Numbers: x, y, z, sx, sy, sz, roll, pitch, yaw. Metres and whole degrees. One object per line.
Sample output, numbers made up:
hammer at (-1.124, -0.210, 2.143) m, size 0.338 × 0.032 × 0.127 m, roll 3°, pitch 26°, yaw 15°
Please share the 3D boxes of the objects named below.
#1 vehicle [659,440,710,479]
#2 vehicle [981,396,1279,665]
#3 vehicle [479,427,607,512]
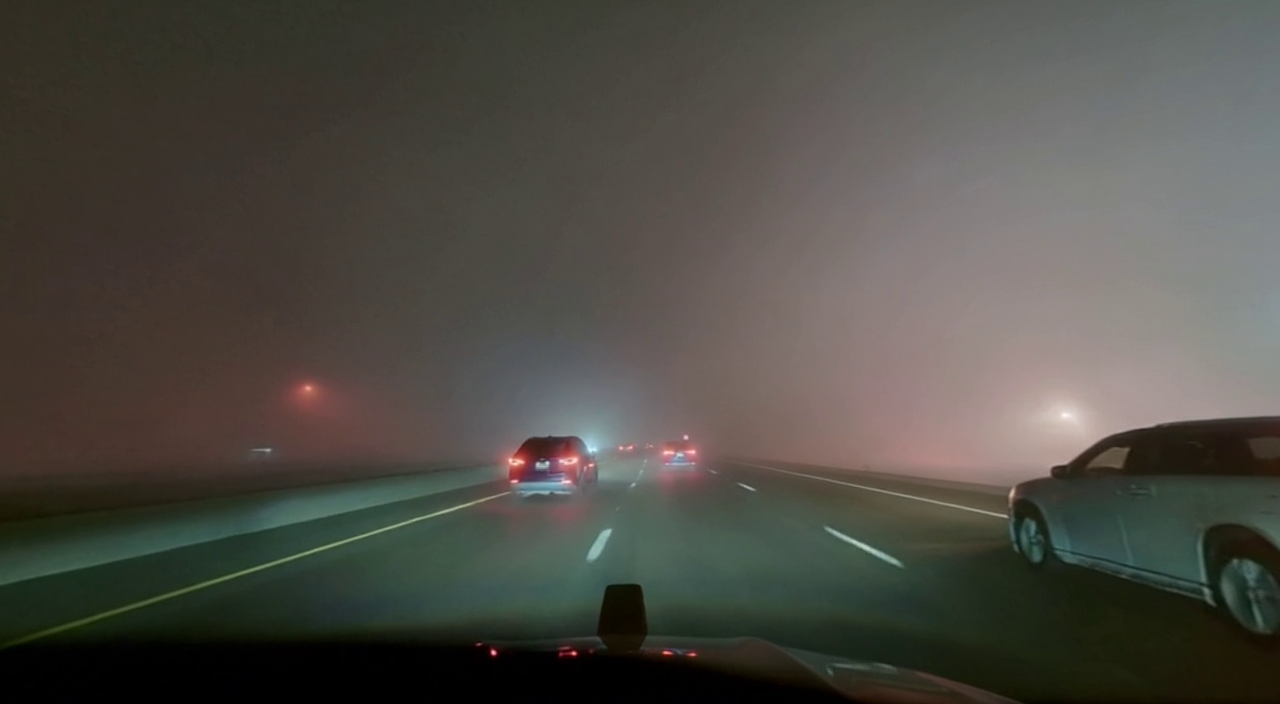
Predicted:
vehicle at (1.845, 4.614, 27.364) m, size 2.000 × 1.558 × 3.945 m, roll 0°, pitch -8°, yaw 1°
vehicle at (4.855, 1.211, 4.788) m, size 2.027 × 1.588 × 4.611 m, roll 0°, pitch -8°, yaw 2°
vehicle at (-2.147, 2.795, 15.513) m, size 2.239 × 1.761 × 4.620 m, roll -1°, pitch -8°, yaw 2°
